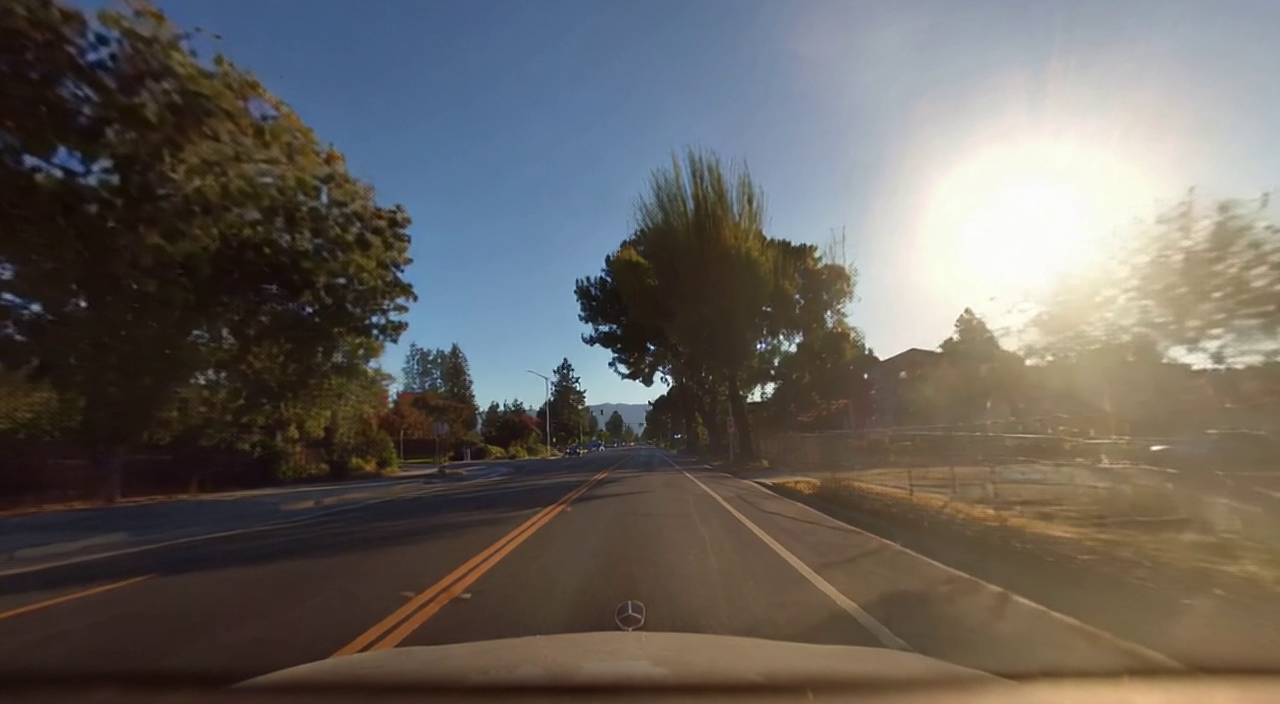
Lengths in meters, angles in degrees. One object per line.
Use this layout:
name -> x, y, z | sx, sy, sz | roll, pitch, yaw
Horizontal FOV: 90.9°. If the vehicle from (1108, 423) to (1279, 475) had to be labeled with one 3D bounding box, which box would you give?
vehicle -> 20.108, 3.547, 23.085 | 4.151, 1.730, 2.131 | 0, -9, 2
